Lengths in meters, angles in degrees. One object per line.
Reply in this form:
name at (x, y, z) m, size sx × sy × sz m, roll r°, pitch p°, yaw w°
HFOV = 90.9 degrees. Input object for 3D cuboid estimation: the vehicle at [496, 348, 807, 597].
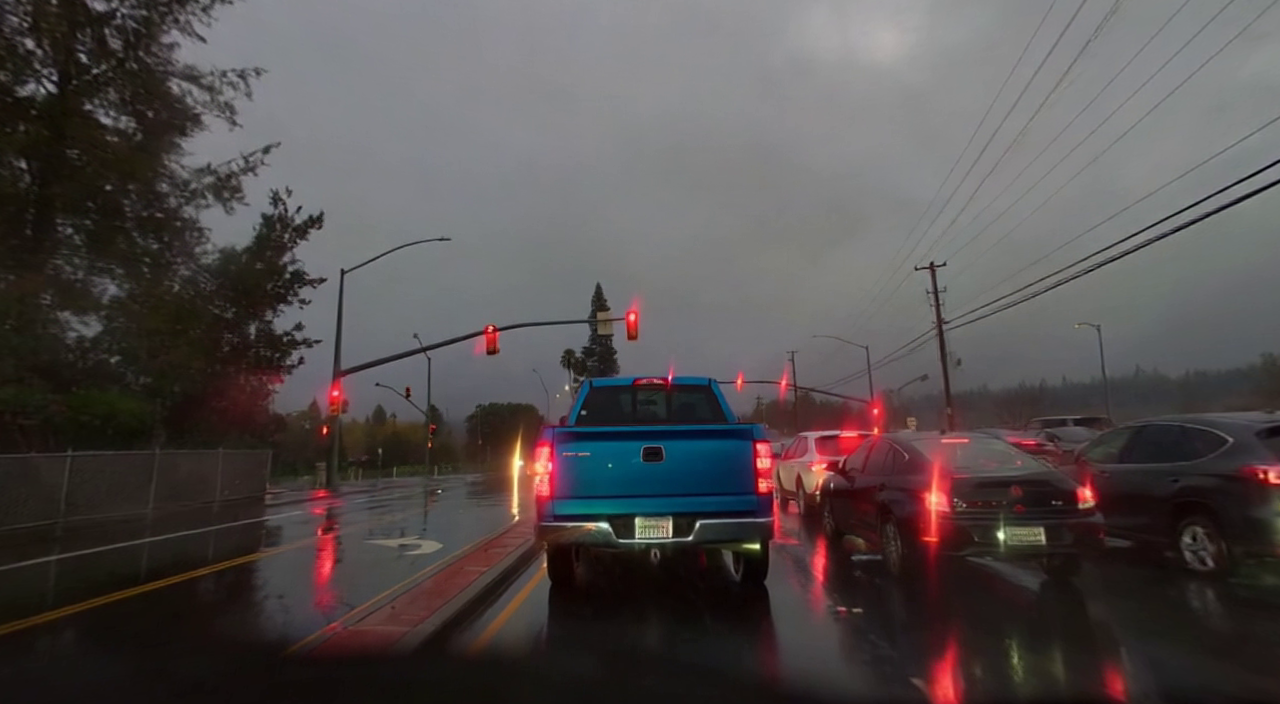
vehicle at (0.149, 1.542, 8.944) m, size 2.831 × 2.284 × 6.149 m, roll 0°, pitch -8°, yaw 1°

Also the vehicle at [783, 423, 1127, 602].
vehicle at (3.123, 1.657, 7.418) m, size 1.993 × 1.495 × 4.060 m, roll 0°, pitch -8°, yaw 1°

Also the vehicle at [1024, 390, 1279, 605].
vehicle at (6.175, 1.349, 6.249) m, size 1.982 × 1.727 × 4.352 m, roll 0°, pitch -8°, yaw 0°
